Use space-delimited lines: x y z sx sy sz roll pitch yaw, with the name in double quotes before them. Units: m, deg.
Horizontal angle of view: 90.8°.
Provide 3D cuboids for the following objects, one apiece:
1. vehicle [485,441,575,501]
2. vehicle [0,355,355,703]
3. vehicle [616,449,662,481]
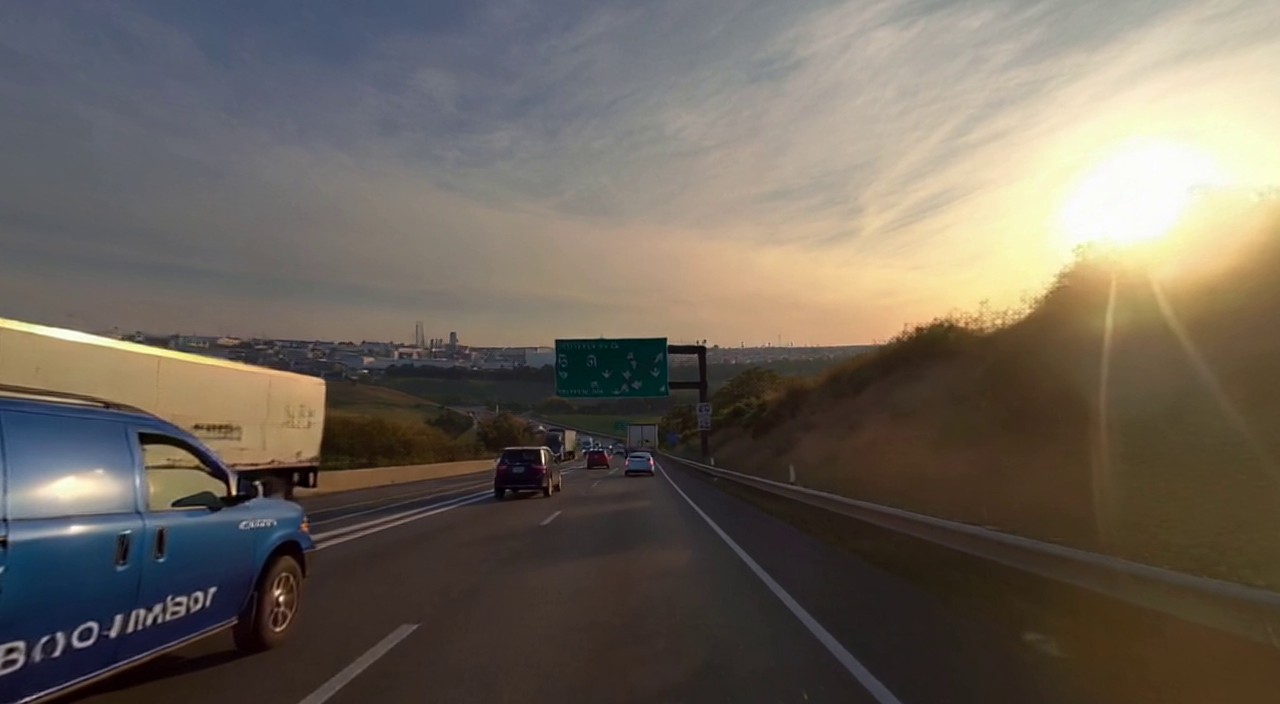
"vehicle" -3.189 3.522 19.116 1.937 1.600 4.141 0 -9 0
"vehicle" -3.259 0.923 2.511 2.117 1.688 4.582 0 -9 0
"vehicle" -0.058 5.378 30.306 2.095 1.393 3.908 0 -9 0
